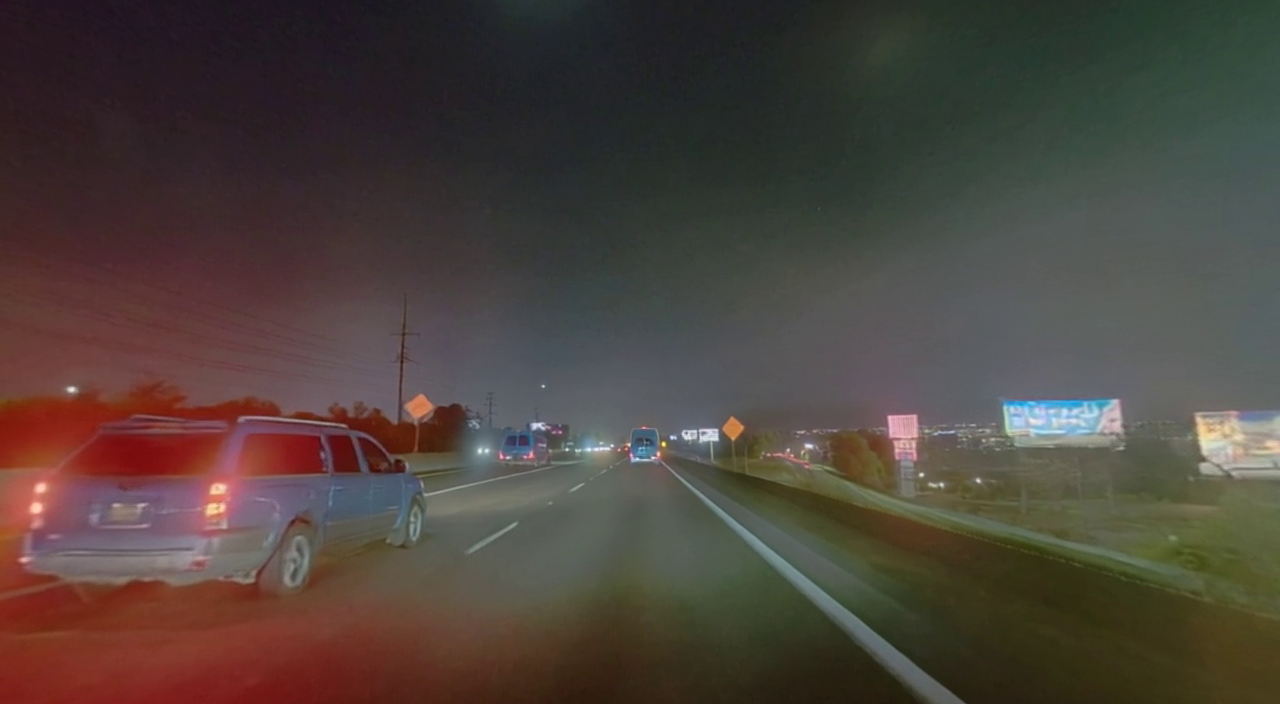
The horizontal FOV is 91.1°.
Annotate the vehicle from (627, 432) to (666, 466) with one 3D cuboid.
[{"bbox_3d":[0.428,7.128,46.270,2.692,2.279,5.695,0,-8,0],"label":"vehicle"}]

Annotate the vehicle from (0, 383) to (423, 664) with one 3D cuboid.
[{"bbox_3d":[-4.113,1.407,6.328,2.145,1.730,4.729,0,-8,0],"label":"vehicle"}]

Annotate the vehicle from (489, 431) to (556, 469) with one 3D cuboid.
[{"bbox_3d":[-6.935,5.936,38.123,2.695,2.084,6.836,0,-8,1],"label":"vehicle"}]
